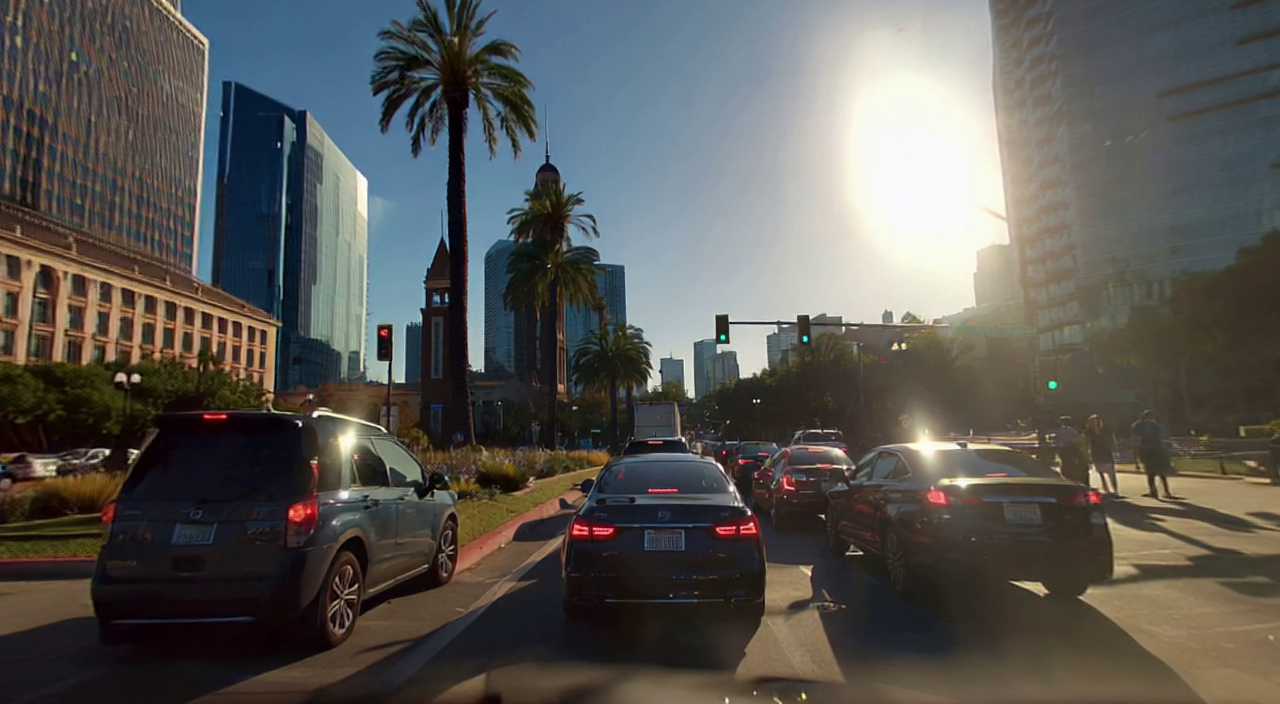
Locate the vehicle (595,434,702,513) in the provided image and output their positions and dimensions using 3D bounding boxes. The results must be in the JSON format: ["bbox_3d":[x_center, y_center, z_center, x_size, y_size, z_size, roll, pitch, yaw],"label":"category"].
[{"bbox_3d":[0.186,2.610,13.970,2.048,1.503,3.681,0,-9,1],"label":"vehicle"}]

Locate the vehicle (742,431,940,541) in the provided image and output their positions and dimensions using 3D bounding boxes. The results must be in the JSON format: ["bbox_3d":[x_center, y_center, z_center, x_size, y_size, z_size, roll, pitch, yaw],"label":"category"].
[{"bbox_3d":[3.100,2.164,10.839,1.913,1.469,4.425,0,-9,0],"label":"vehicle"}]

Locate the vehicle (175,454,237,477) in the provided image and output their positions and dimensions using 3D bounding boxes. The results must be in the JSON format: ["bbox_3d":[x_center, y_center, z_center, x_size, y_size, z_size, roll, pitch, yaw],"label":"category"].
[{"bbox_3d":[-33.714,8.793,49.031,1.907,1.690,4.456,1,-9,-5],"label":"vehicle"}]

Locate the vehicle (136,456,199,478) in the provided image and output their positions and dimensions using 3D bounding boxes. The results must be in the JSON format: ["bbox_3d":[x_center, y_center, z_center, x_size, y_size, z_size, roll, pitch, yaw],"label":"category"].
[{"bbox_3d":[-36.834,8.978,49.207,1.700,1.527,4.445,1,-9,-4],"label":"vehicle"}]

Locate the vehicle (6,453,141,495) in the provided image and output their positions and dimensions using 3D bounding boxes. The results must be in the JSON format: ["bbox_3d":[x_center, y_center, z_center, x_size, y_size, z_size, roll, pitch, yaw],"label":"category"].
[{"bbox_3d":[-26.689,5.716,29.946,2.105,1.793,4.812,0,-9,-3],"label":"vehicle"}]

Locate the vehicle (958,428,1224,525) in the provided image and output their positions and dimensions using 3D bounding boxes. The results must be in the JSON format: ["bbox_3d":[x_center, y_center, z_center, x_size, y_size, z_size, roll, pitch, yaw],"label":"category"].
[{"bbox_3d":[8.180,2.276,12.056,1.859,1.508,4.259,0,-9,-1],"label":"vehicle"}]
